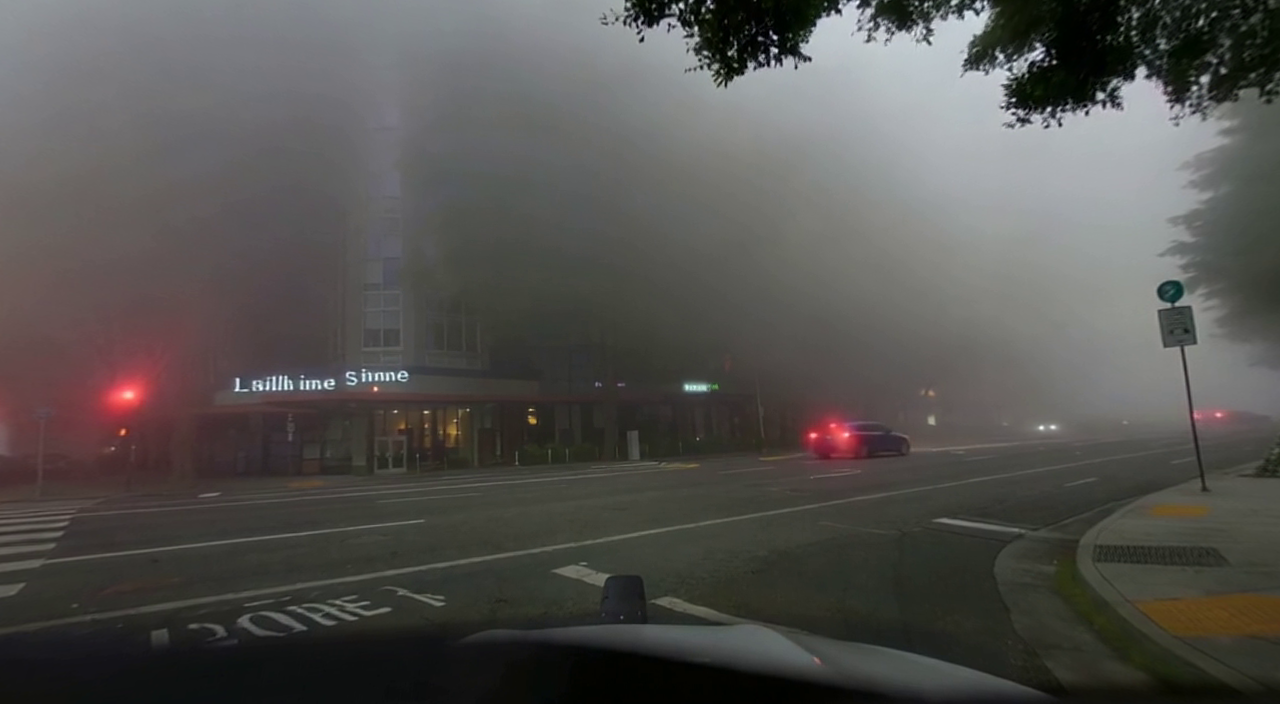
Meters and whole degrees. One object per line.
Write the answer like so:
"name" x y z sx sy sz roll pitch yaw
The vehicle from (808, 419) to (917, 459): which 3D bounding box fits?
"vehicle" 8.931 3.488 25.276 4.442 1.458 1.902 6 -11 -37
